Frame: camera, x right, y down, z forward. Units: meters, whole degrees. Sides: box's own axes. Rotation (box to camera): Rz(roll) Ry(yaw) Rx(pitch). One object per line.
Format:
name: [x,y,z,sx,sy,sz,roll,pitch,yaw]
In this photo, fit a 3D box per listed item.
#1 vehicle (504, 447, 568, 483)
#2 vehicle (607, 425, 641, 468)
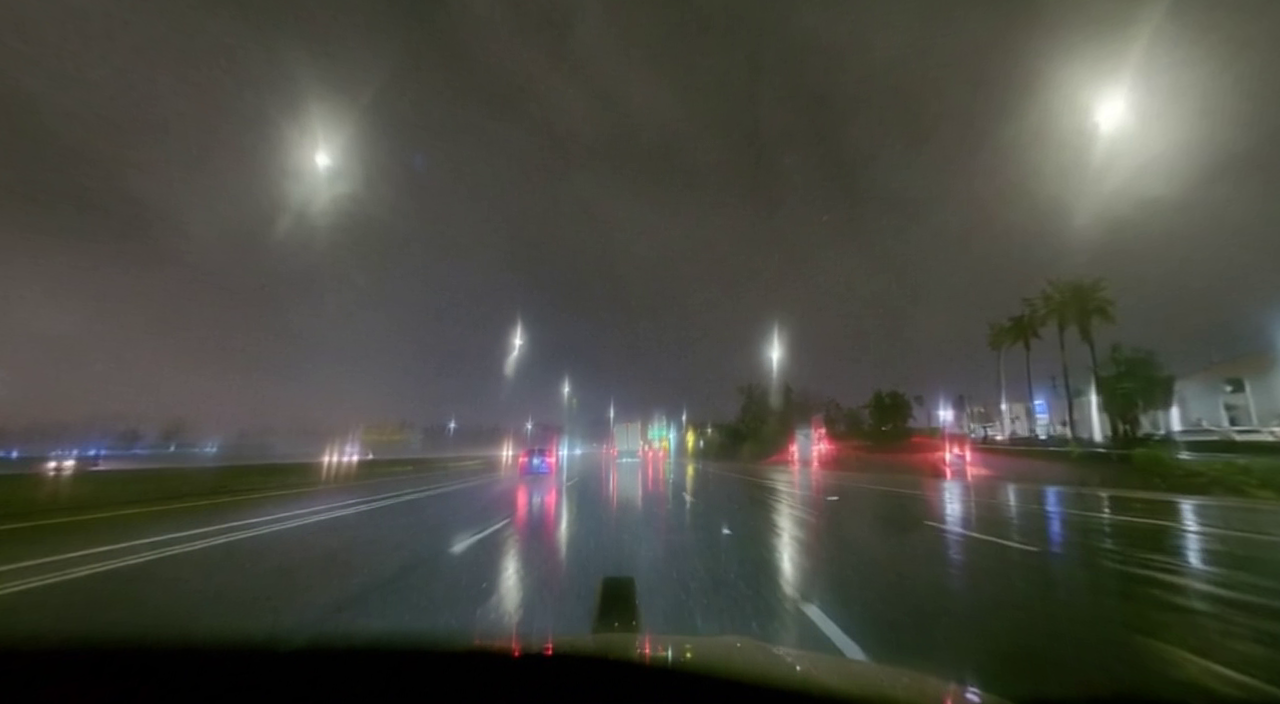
vehicle: [-4.411,4.855,27.486,2.097,1.447,4.291,0,-8,-1]
vehicle: [-1.239,7.085,47.250,2.364,2.953,6.495,0,-8,-2]
